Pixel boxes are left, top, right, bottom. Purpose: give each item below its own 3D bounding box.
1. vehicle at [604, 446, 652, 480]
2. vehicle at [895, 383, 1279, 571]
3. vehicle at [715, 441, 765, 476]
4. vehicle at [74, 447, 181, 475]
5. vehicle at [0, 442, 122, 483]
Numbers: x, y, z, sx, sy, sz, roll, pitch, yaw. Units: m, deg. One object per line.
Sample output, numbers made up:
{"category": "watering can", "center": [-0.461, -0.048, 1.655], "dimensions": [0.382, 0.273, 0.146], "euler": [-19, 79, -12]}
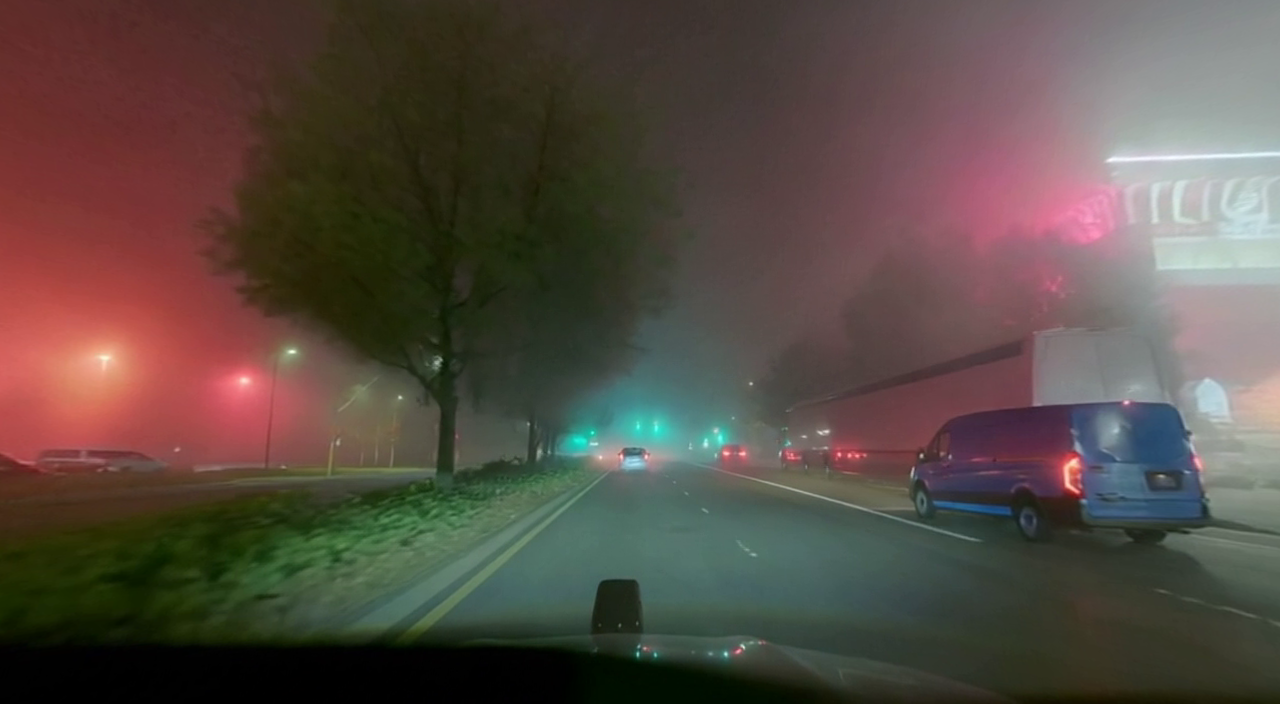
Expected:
{"category": "vehicle", "center": [-0.544, 5.159, 29.625], "dimensions": [2.095, 1.456, 3.873], "euler": [0, -8, -1]}
{"category": "vehicle", "center": [6.597, 1.827, 10.076], "dimensions": [2.573, 2.127, 5.568], "euler": [0, -8, -1]}
{"category": "vehicle", "center": [5.327, 5.715, 34.149], "dimensions": [2.047, 1.711, 4.265], "euler": [0, -8, 1]}
{"category": "vehicle", "center": [-29.852, 6.343, 36.895], "dimensions": [4.453, 1.497, 1.998], "euler": [0, -8, 0]}
{"category": "vehicle", "center": [-29.519, 5.418, 31.177], "dimensions": [5.525, 1.860, 2.611], "euler": [1, -8, -1]}
